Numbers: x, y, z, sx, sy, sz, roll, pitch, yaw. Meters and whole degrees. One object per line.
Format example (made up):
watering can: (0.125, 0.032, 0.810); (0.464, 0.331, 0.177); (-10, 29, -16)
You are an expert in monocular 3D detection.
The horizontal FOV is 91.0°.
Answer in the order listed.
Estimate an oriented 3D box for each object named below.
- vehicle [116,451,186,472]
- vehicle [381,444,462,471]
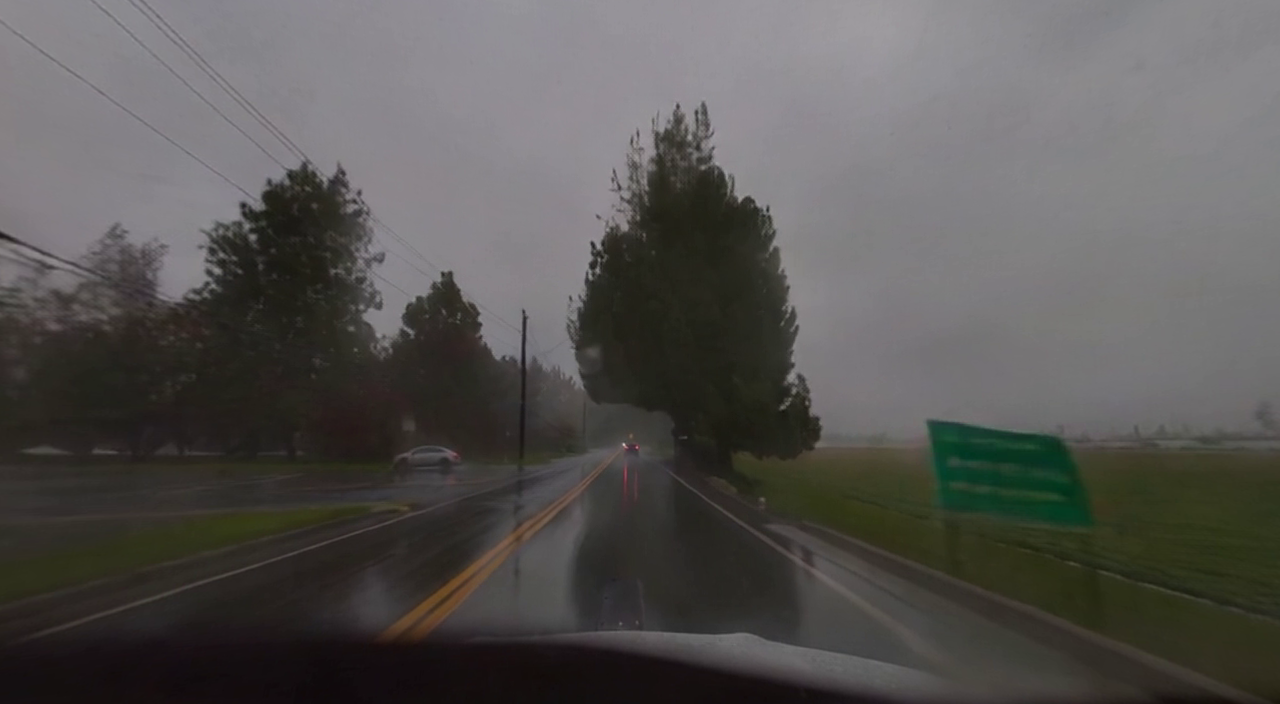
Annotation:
vehicle: (-35.257, 7.872, 45.336); (4.566, 1.459, 1.772); (-4, -10, 21)
vehicle: (-15.234, 7.366, 44.077); (4.894, 1.774, 2.150); (0, -8, 1)
